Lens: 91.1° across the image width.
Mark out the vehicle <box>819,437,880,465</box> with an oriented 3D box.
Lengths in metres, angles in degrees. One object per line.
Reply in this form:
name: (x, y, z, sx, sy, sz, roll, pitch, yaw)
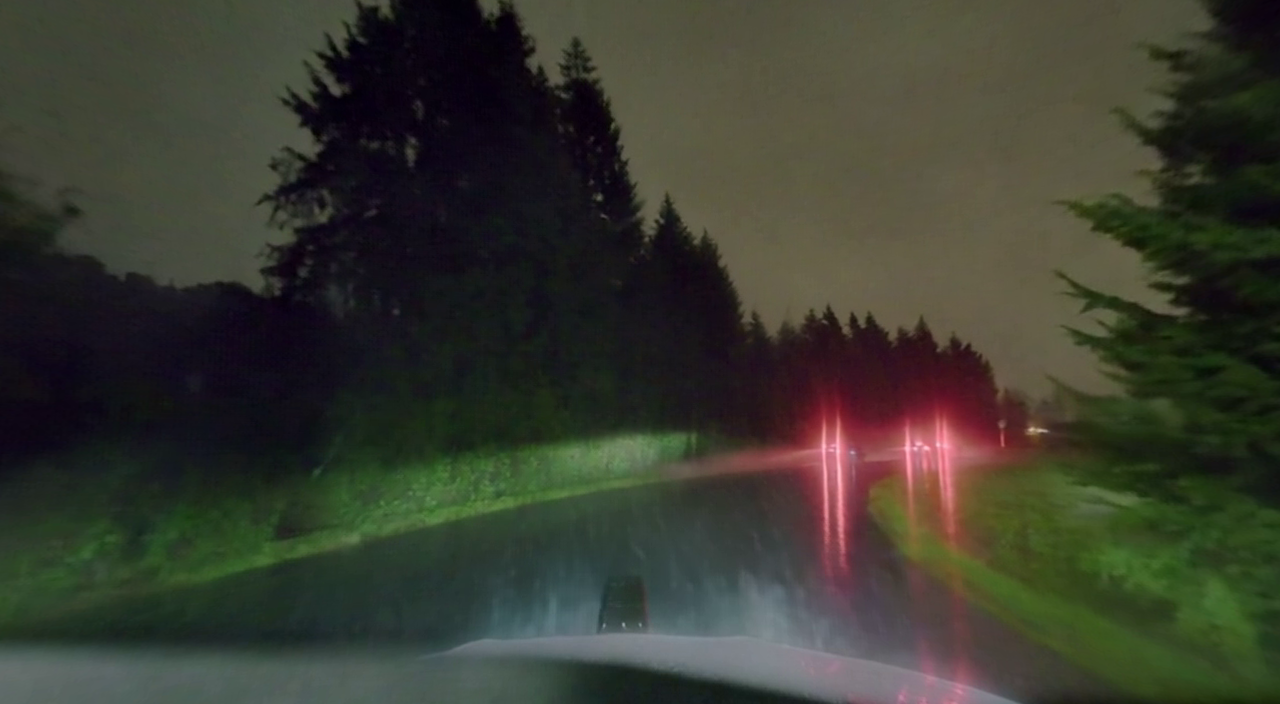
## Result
vehicle: (14.204, 6.677, 42.488, 4.257, 1.789, 1.988, 8, -11, -41)
